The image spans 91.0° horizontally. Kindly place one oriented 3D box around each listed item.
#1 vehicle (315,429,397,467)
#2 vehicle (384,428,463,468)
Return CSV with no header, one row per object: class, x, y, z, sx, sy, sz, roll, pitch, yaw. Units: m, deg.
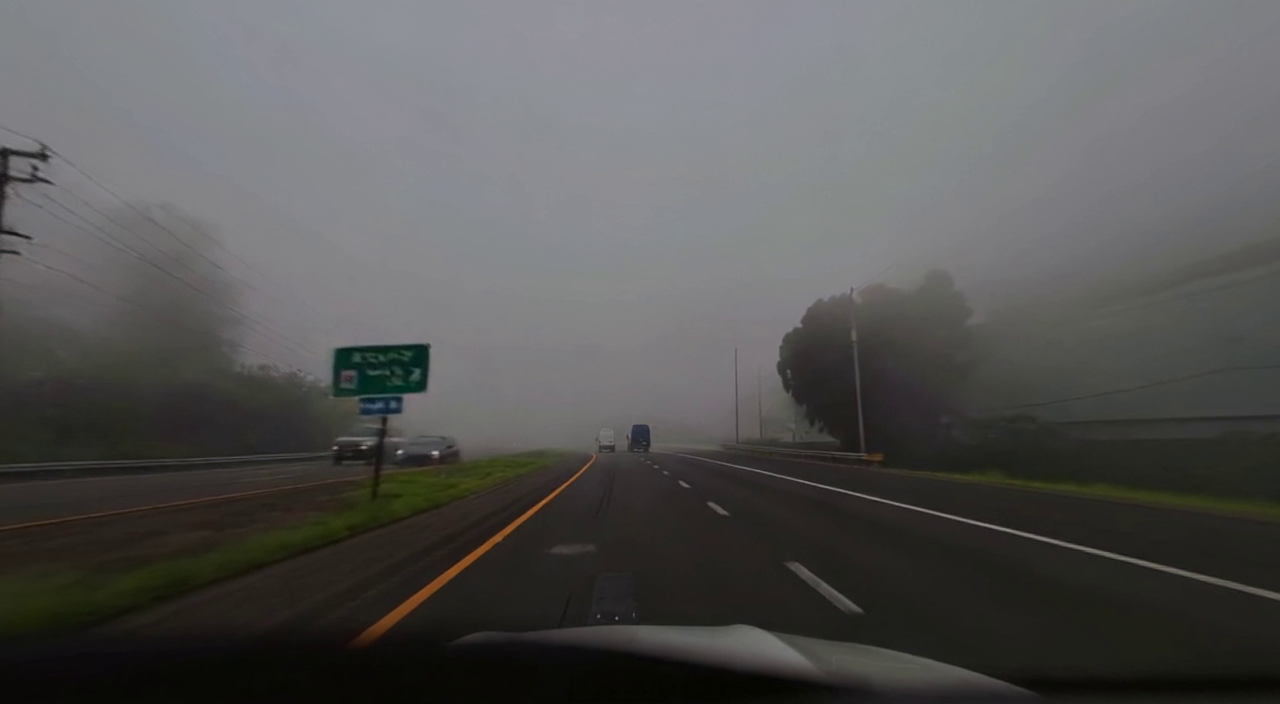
vehicle,-12.830,4.349,28.755,1.891,1.569,4.069,0,-8,-1
vehicle,-8.900,3.983,26.272,1.857,1.503,4.438,0,-8,-2
